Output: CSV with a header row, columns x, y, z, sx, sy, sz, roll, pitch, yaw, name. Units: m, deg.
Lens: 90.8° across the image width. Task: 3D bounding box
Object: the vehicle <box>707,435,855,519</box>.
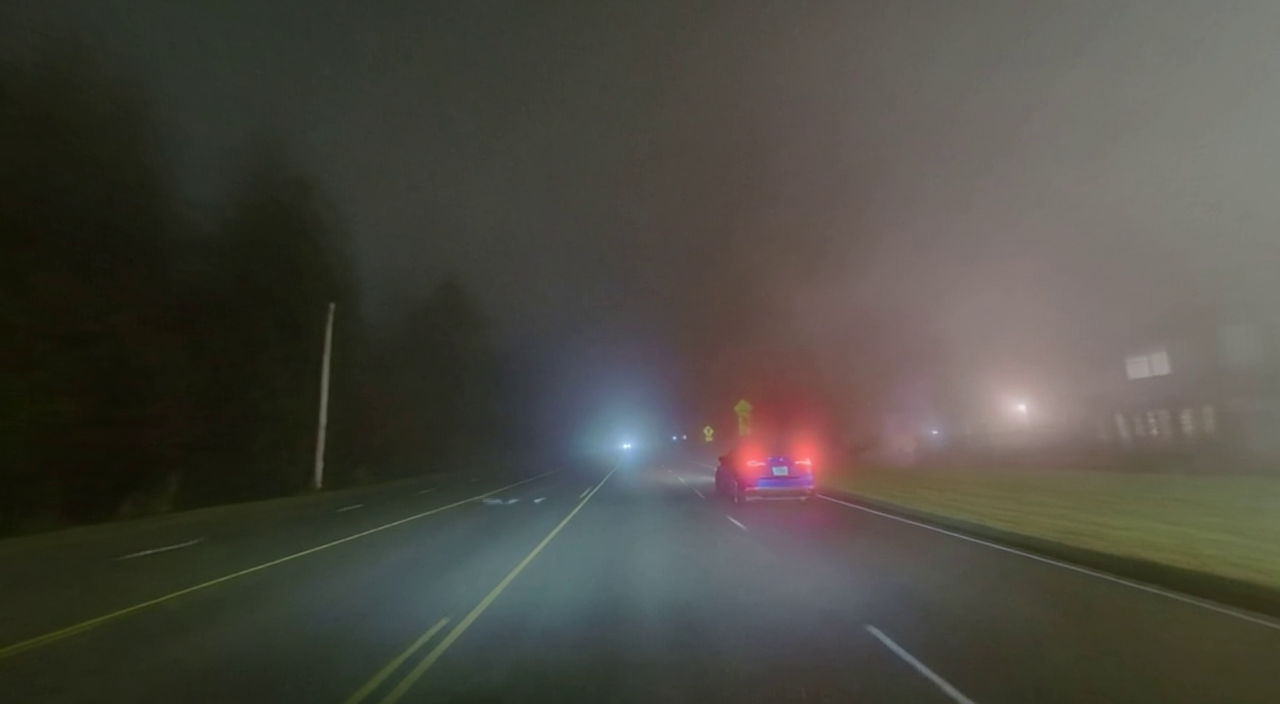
x,y,z,sx,sy,sz,roll,pitch,yaw,name
2.733,2.555,13.477,2.042,1.469,4.470,0,-8,-1,vehicle
